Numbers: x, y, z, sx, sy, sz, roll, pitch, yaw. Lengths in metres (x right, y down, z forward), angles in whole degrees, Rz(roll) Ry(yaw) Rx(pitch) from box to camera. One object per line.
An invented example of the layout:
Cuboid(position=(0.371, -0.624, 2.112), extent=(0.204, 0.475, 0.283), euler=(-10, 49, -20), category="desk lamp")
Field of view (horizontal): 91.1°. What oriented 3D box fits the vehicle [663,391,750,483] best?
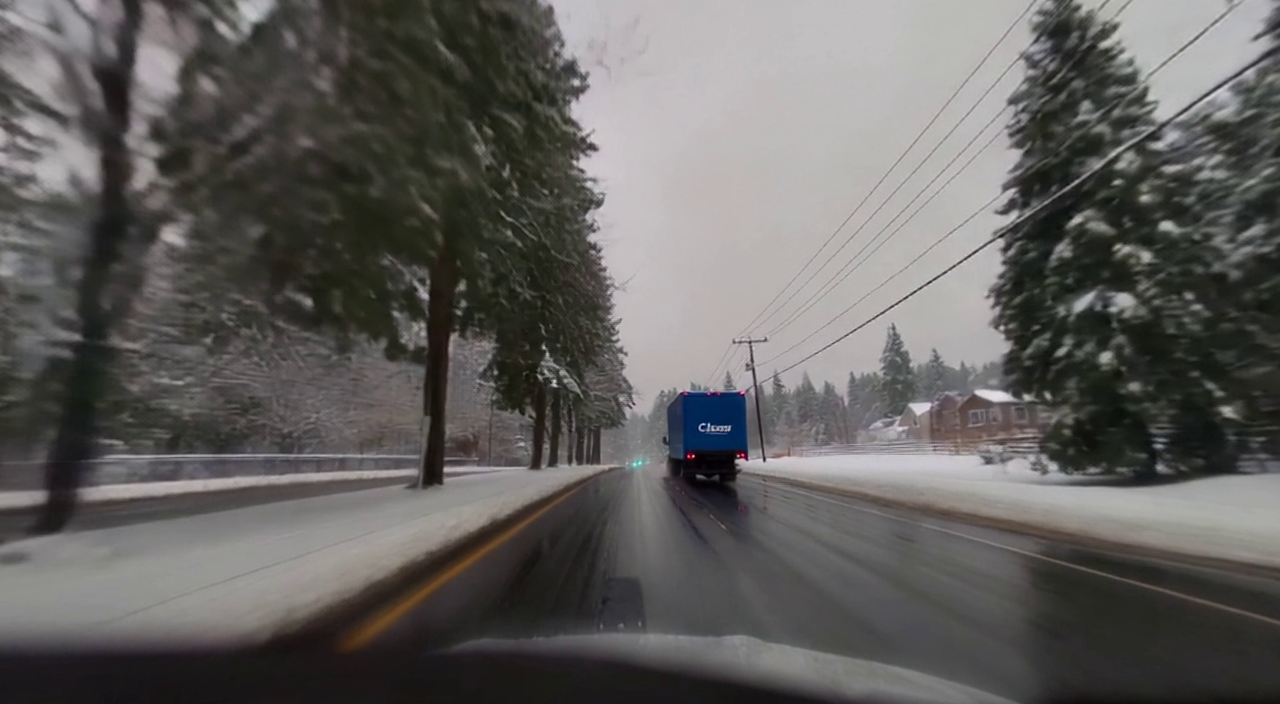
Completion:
Cuboid(position=(2.952, 4.224, 30.922), extent=(2.973, 3.848, 9.336), euler=(0, -8, -2), category="vehicle")
